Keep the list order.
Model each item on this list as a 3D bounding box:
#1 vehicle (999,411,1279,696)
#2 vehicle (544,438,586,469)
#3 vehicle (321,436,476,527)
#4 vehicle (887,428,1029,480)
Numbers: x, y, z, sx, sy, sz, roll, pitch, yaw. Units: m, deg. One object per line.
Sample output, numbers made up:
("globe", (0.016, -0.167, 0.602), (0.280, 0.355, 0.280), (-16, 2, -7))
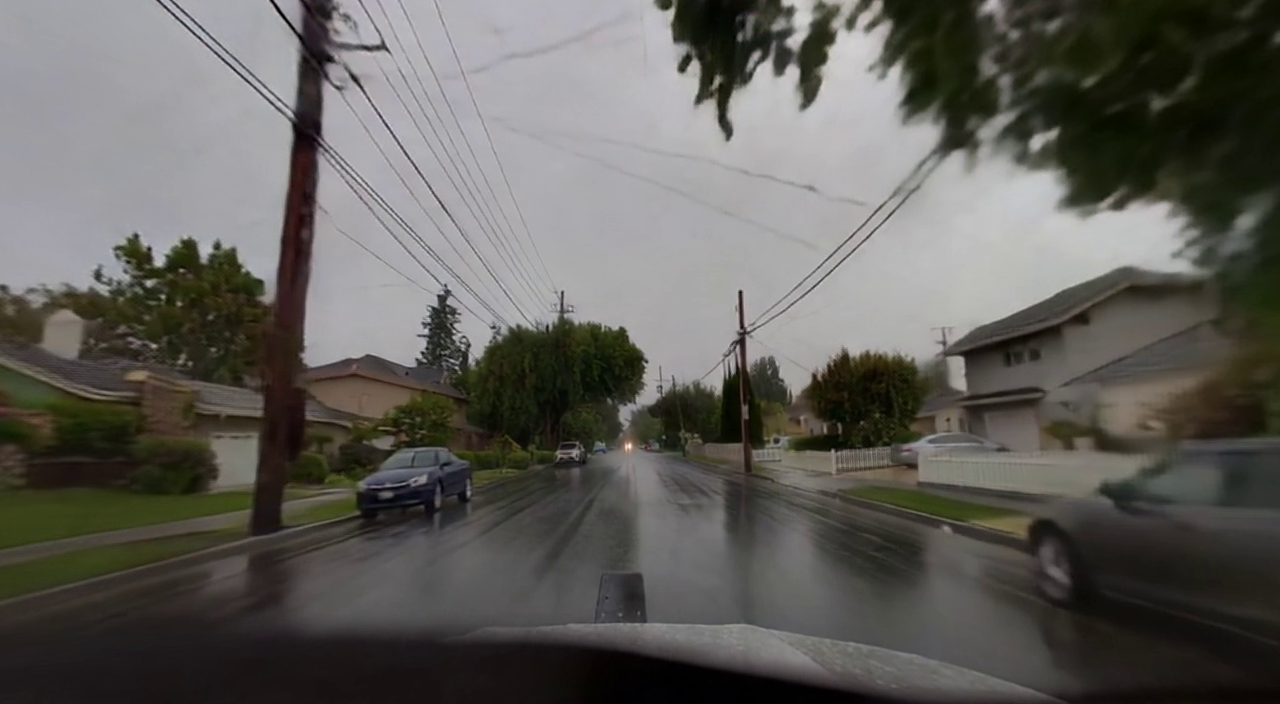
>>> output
("vehicle", (4.588, 1.174, 3.872), (2.170, 1.549, 4.178), (1, -8, -3))
("vehicle", (-5.620, 7.684, 48.101), (2.411, 1.979, 5.915), (-4, -8, -1))
("vehicle", (-5.415, 2.880, 14.831), (1.970, 1.666, 4.223), (-3, -7, 0))
("vehicle", (11.876, 3.827, 23.883), (4.226, 1.679, 1.983), (-4, -7, 8))
